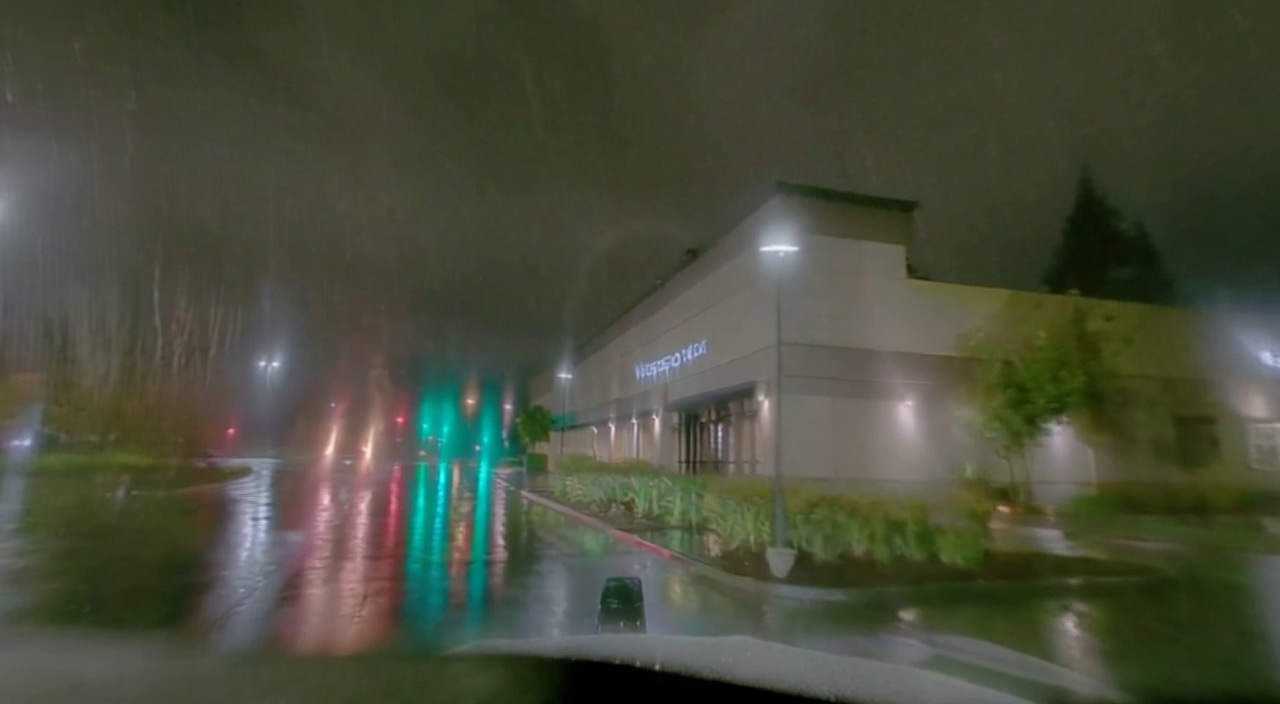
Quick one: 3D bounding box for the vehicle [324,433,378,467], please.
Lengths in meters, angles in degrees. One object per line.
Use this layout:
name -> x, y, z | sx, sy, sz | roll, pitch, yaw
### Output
vehicle -> -16.369, 5.559, 36.010 | 2.180, 1.806, 4.541 | 3, -8, -18
